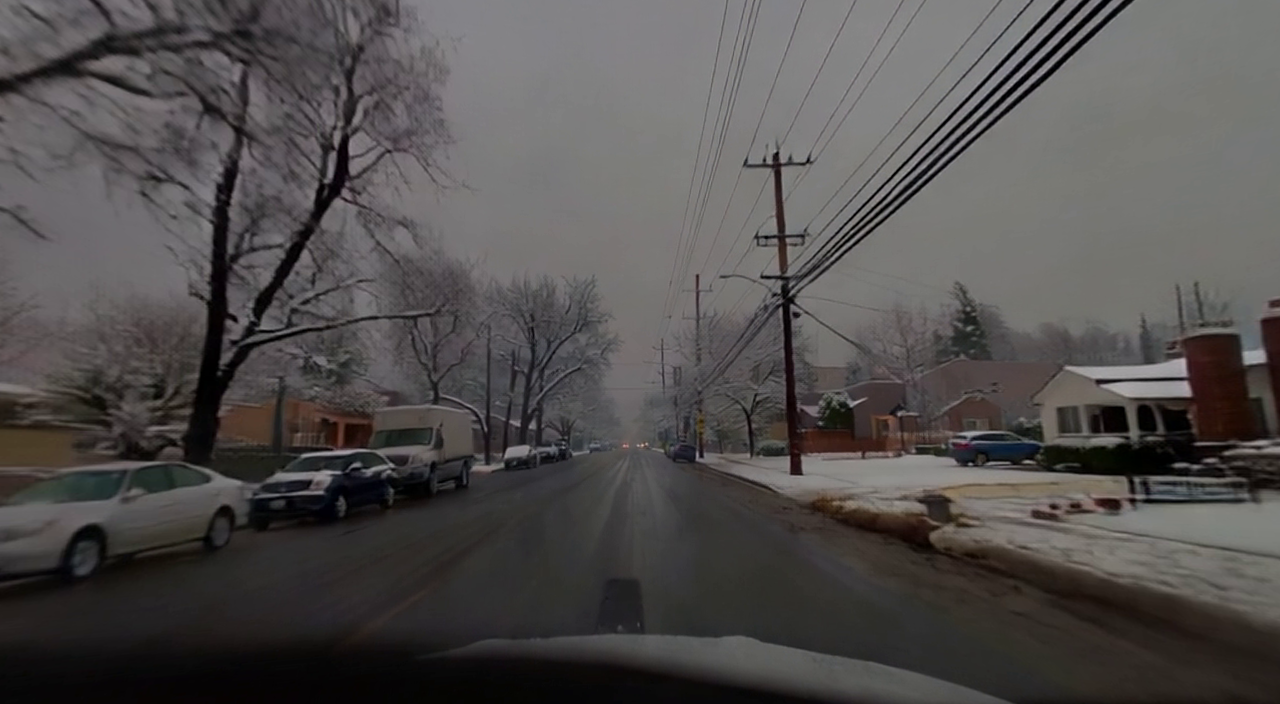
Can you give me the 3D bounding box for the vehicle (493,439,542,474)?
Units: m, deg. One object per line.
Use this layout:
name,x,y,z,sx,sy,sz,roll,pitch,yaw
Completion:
vehicle,-6.832,5.872,35.696,1.963,1.820,4.297,0,-8,-1

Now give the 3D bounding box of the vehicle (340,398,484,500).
vehicle,-6.865,3.088,19.985,2.439,2.724,5.647,-1,-10,0

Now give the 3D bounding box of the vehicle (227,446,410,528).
vehicle,-6.735,2.863,13.850,1.846,1.427,4.260,-1,-10,-1

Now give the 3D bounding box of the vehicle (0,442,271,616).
vehicle,-6.501,1.867,7.416,1.858,1.476,4.262,-1,-9,-2

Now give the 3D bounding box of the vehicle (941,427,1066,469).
vehicle,16.012,4.273,27.976,4.275,1.645,1.874,-2,-10,1

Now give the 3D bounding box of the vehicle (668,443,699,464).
vehicle,3.247,7.697,48.014,1.869,1.453,4.237,0,-9,-2
